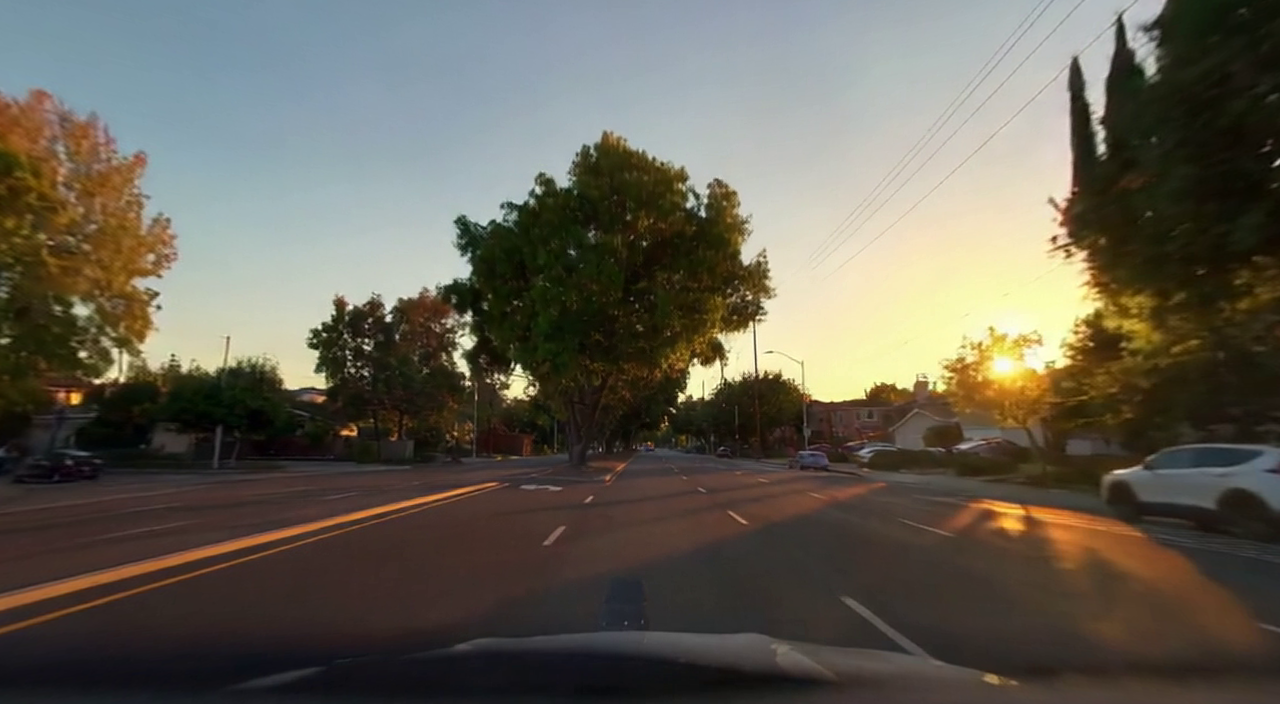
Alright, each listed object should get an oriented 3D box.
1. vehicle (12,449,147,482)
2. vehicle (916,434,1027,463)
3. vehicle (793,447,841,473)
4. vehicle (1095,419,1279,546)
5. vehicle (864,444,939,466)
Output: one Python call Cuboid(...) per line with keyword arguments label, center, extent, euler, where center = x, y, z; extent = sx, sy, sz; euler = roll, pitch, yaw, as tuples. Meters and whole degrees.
Cuboid(label="vehicle", center=(-28.175, 5.686, 31.789), extent=(4.722, 1.533, 2.182), euler=(0, -8, 0))
Cuboid(label="vehicle", center=(23.169, 6.753, 44.271), extent=(6.075, 1.933, 3.018), euler=(0, -8, 1))
Cuboid(label="vehicle", center=(11.981, 7.345, 43.016), extent=(1.929, 1.489, 4.777), euler=(4, -8, 1))
Cuboid(label="vehicle", center=(11.655, 2.406, 12.237), extent=(2.568, 2.038, 4.088), euler=(0, -8, 2))
Cuboid(label="vehicle", center=(20.141, 7.939, 48.740), extent=(4.897, 1.608, 2.005), euler=(0, -8, 0))
